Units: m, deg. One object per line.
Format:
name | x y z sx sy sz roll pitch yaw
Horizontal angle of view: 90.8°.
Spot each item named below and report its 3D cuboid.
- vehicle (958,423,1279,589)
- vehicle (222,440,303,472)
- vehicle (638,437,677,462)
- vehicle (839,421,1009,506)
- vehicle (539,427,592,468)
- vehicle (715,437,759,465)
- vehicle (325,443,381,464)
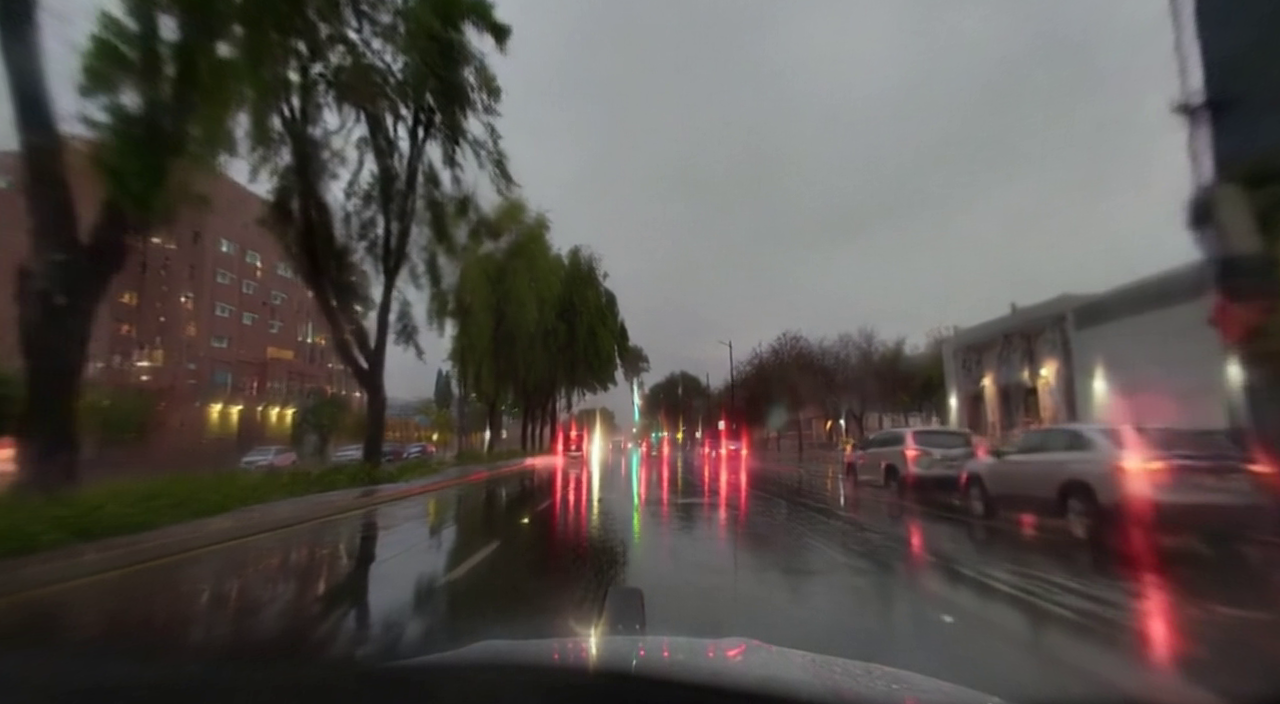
vehicle | 7.138 2.003 9.262 2.320 1.764 4.731 0 -8 -2
vehicle | -22.352 6.129 37.627 1.996 1.767 4.613 0 -8 -1
vehicle | 1.109 6.516 42.289 2.201 1.589 3.843 0 -8 -4
vehicle | 6.956 2.771 16.116 2.216 1.847 4.321 0 -8 -1
vehicle | -3.827 5.025 33.330 2.223 1.957 4.845 0 -8 0
vehicle | 6.252 6.432 41.234 2.164 1.727 3.955 0 -8 -1
vehicle | -22.535 7.982 49.906 2.111 1.554 5.163 0 -8 -1
